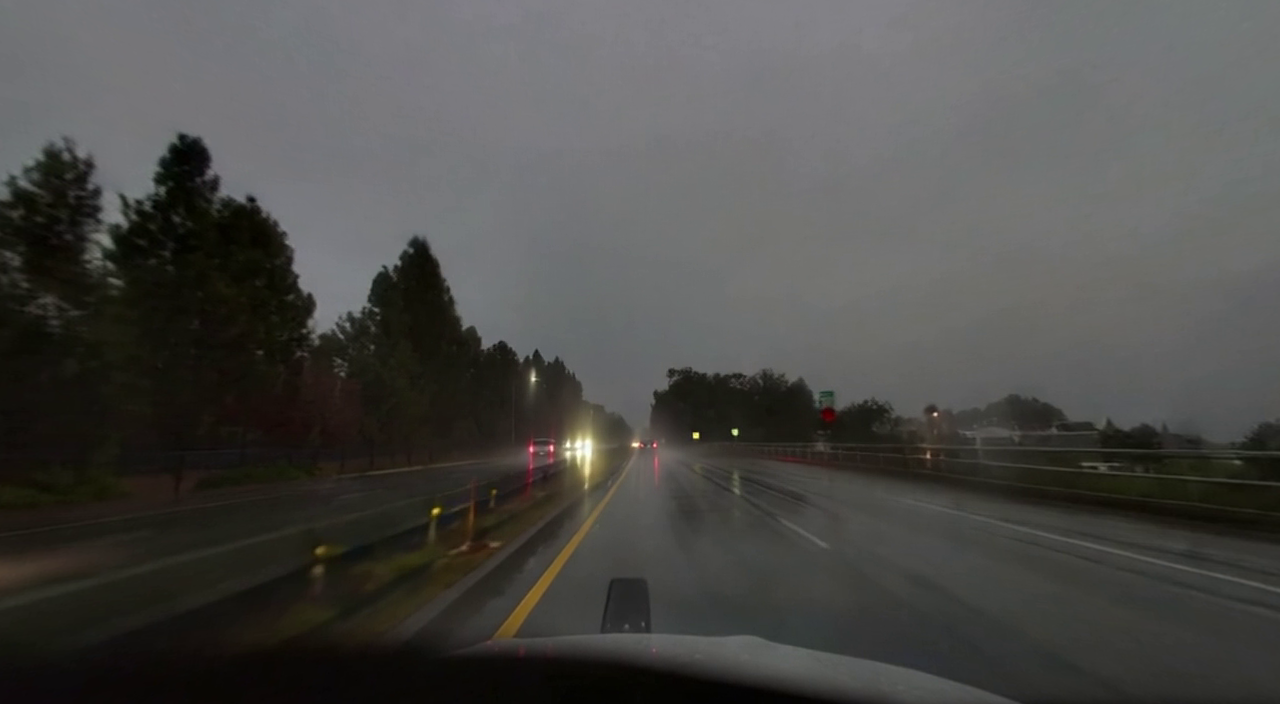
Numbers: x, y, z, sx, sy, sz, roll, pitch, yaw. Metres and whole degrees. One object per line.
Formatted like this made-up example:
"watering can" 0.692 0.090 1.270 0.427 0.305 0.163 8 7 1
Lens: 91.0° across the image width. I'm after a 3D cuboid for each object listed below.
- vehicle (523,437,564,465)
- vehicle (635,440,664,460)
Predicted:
"vehicle" -6.861 7.040 45.039 2.068 1.897 4.372 0 -8 2
"vehicle" 0.704 7.378 47.490 2.061 1.469 3.782 0 -8 1
